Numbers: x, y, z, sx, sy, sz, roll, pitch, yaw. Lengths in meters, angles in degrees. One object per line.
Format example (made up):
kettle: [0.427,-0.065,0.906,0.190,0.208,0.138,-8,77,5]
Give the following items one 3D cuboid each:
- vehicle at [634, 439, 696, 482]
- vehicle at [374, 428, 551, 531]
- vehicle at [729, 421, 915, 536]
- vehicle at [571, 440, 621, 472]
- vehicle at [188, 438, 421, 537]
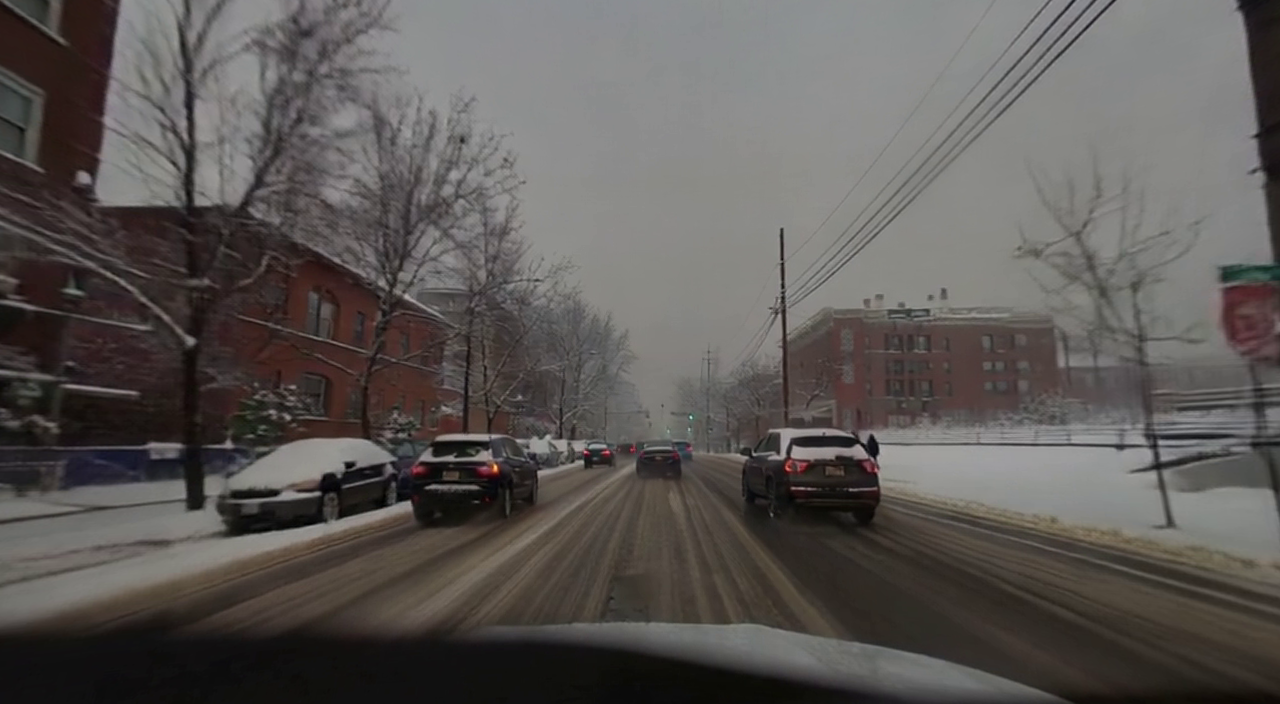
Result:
vehicle: [0.910,4.062,23.970,2.139,1.466,4.373,0,-8,1]
vehicle: [-3.105,2.295,12.037,2.085,1.619,3.976,0,-8,2]
vehicle: [3.036,2.204,11.695,2.094,1.709,4.394,0,-8,-1]
vehicle: [-2.165,5.262,32.292,2.019,1.507,4.643,0,-8,3]
vehicle: [-5.974,2.400,11.952,1.863,1.506,4.265,0,-8,3]
